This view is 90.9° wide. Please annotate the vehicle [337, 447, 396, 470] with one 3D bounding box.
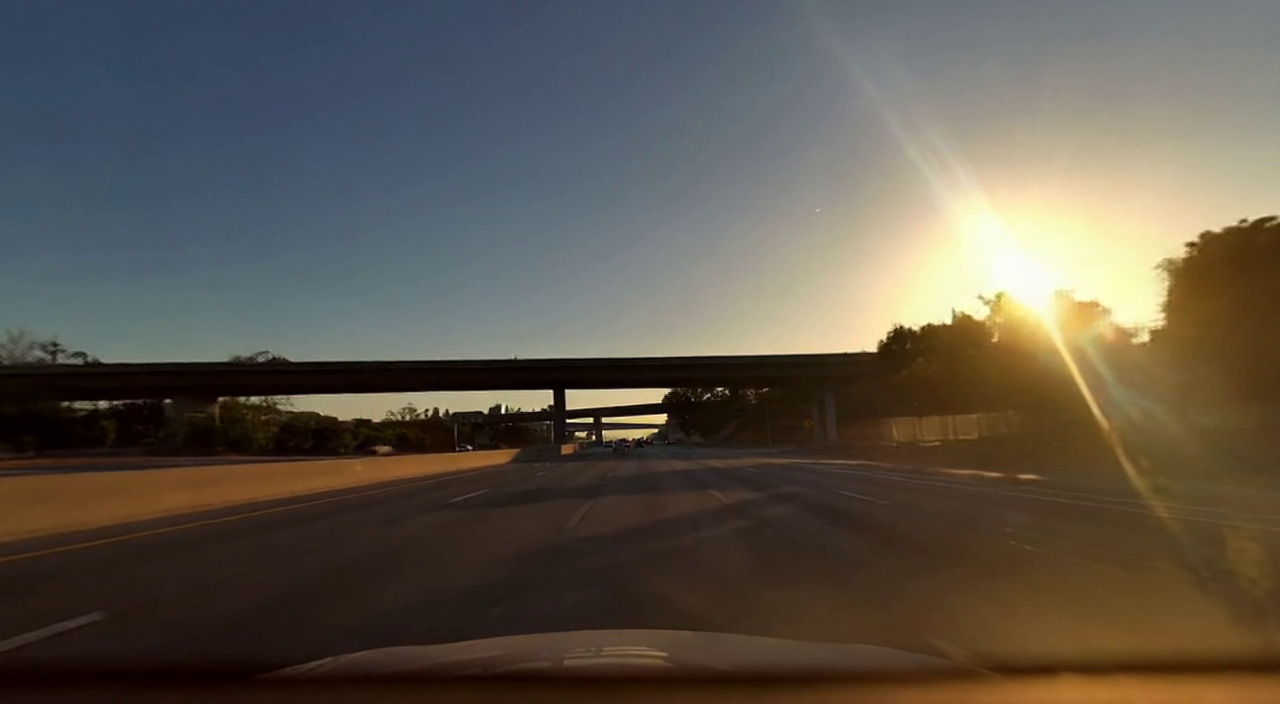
[{"bbox_3d":[-18.085,7.036,41.919,1.933,1.467,4.408,0,-9,0],"label":"vehicle"}]
